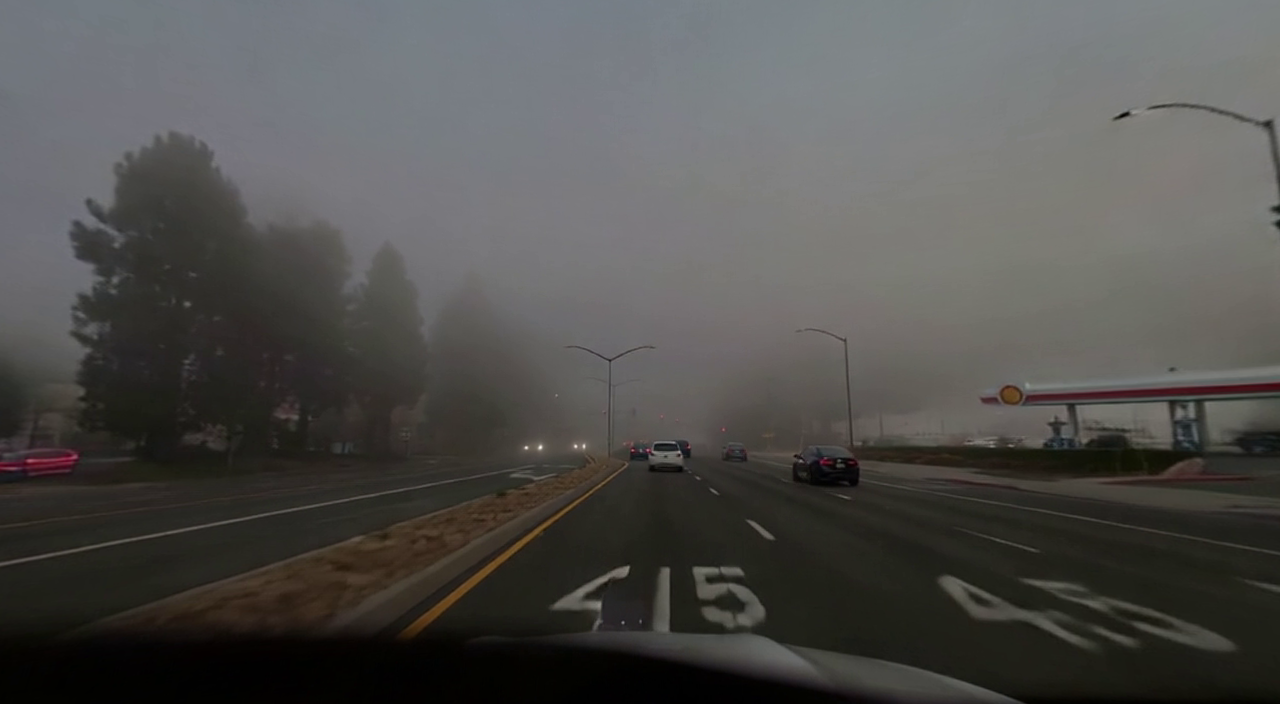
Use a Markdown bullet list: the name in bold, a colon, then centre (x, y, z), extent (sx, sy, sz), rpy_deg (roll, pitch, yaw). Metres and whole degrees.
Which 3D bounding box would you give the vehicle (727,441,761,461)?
- **vehicle**: centre (7.953, 7.596, 48.361), extent (1.930, 1.479, 4.477), rpy_deg (0, -8, 0)

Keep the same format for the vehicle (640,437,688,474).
- **vehicle**: centre (0.993, 4.523, 27.761), extent (1.971, 1.479, 4.493), rpy_deg (0, -8, 0)

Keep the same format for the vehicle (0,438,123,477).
- **vehicle**: centre (-29.163, 5.203, 31.360), extent (2.011, 1.762, 5.267), rpy_deg (0, -8, 3)

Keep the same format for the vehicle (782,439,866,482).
- **vehicle**: centre (6.940, 4.115, 24.182), extent (1.918, 1.484, 4.456), rpy_deg (0, -8, 0)
